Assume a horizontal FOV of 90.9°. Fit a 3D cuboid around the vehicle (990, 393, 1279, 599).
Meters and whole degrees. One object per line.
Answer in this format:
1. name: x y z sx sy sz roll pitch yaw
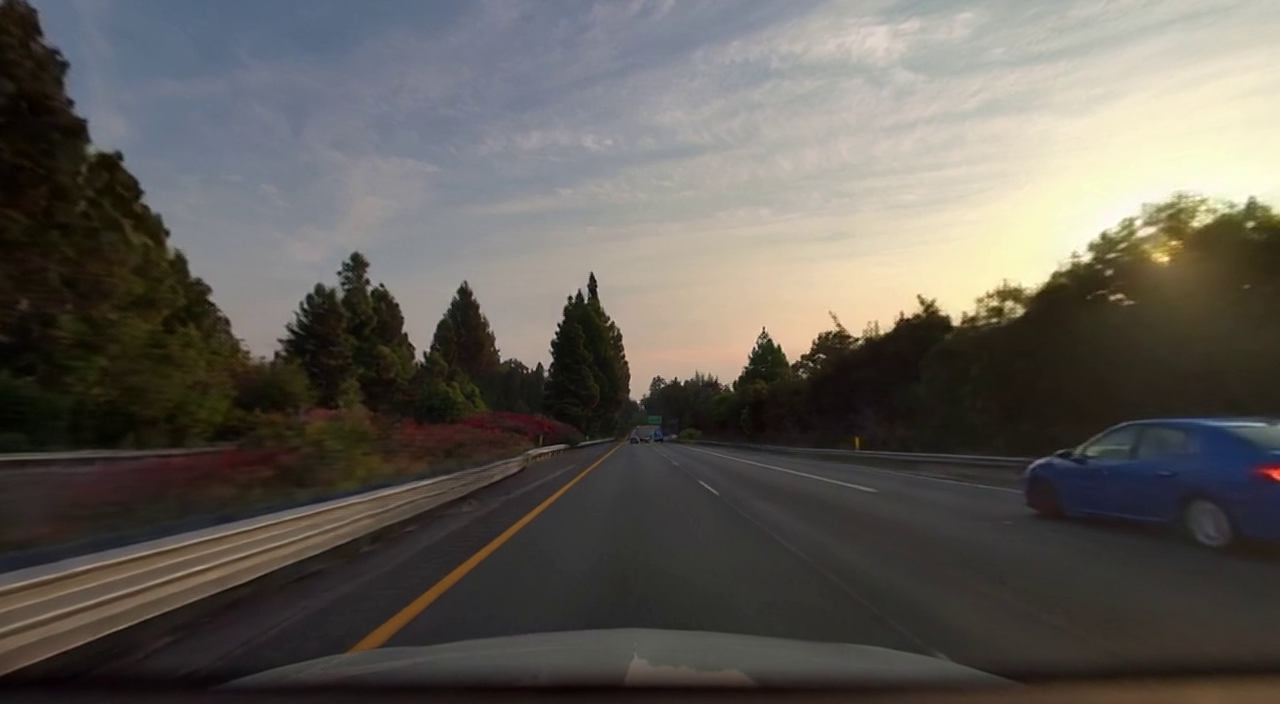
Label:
1. vehicle: 6.399 1.411 6.803 2.273 1.698 4.863 0 -8 -2
